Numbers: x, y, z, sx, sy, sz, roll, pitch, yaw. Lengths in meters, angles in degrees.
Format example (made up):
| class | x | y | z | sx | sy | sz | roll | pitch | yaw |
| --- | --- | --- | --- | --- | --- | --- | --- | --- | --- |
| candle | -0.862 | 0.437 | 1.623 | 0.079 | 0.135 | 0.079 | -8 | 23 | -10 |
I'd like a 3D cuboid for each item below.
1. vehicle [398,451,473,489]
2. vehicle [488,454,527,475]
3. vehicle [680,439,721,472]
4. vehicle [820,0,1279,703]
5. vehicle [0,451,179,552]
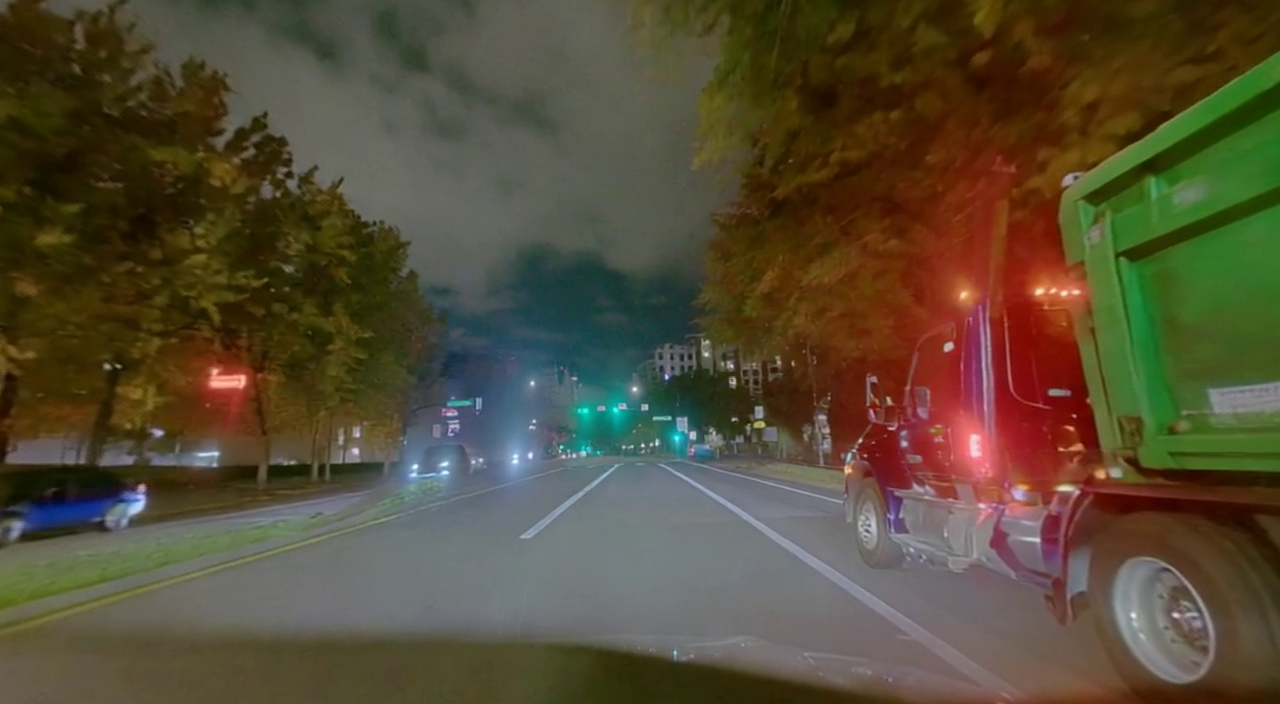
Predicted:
| class | x | y | z | sx | sy | sz | roll | pitch | yaw |
| --- | --- | --- | --- | --- | --- | --- | --- | --- | --- |
| vehicle | -10.089 | 5.837 | 31.617 | 2.152 | 1.748 | 4.577 | 0 | -9 | 1 |
| vehicle | -9.521 | 8.129 | 45.730 | 1.849 | 1.391 | 4.045 | 0 | -9 | 1 |
| vehicle | 3.786 | 6.611 | 40.517 | 2.099 | 1.936 | 4.575 | 0 | -9 | -1 |
| vehicle | 3.627 | 0.357 | 4.071 | 2.867 | 3.402 | 7.137 | 0 | -9 | 1 |
| vehicle | -13.719 | 3.337 | 14.894 | 2.140 | 1.961 | 4.641 | 0 | -9 | 0 |
